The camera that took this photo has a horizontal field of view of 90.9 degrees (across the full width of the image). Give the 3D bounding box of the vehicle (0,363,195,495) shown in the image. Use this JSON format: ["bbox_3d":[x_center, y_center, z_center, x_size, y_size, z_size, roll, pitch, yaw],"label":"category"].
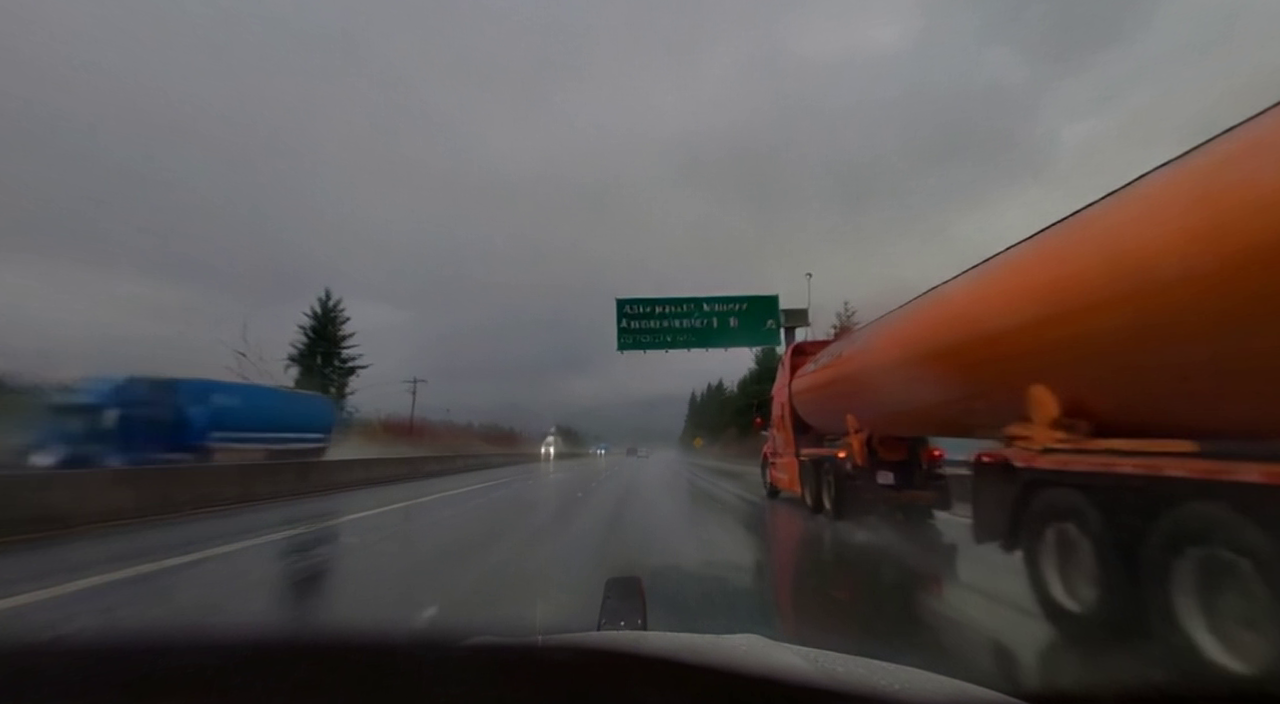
[{"bbox_3d":[-19.007,2.715,21.553,2.983,3.887,5.918,0,-9,0],"label":"vehicle"}]

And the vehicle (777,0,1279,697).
[{"bbox_3d":[4.353,0.012,6.118,2.784,4.080,13.516,-2,-9,-1],"label":"vehicle"}]
